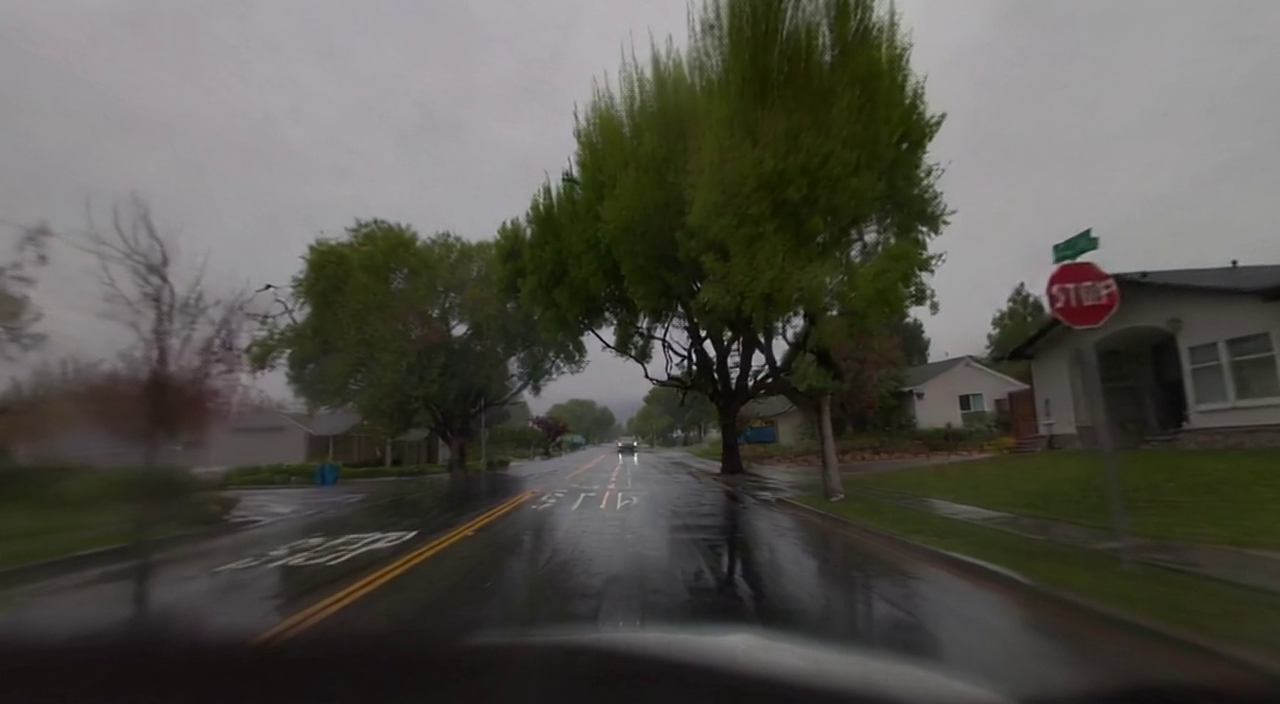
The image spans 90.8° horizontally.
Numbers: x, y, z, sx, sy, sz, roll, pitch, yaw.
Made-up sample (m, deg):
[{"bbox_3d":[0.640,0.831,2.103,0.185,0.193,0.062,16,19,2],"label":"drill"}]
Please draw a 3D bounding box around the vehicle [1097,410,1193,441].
[{"bbox_3d":[29.106,4.310,36.640,1.846,1.452,4.499,-1,-10,1],"label":"vehicle"}]

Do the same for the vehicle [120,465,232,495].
[{"bbox_3d":[-24.503,6.744,33.469,4.380,1.462,1.864,0,-9,-1],"label":"vehicle"}]
